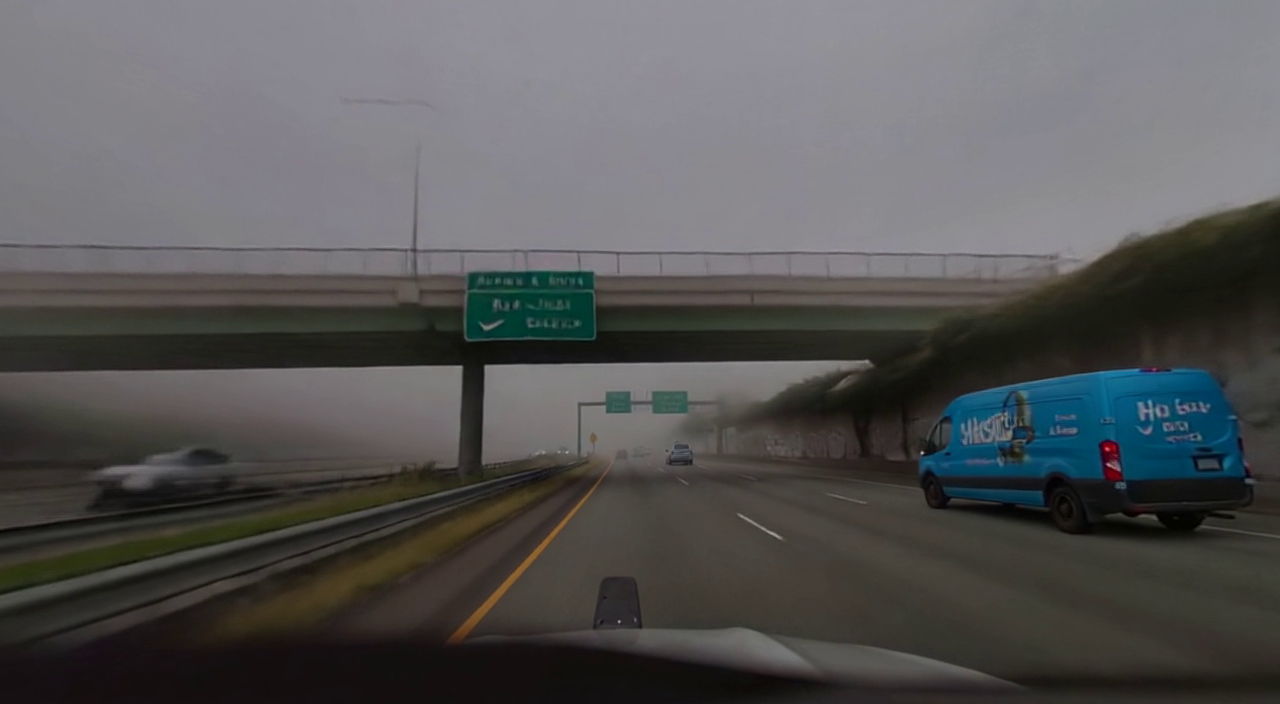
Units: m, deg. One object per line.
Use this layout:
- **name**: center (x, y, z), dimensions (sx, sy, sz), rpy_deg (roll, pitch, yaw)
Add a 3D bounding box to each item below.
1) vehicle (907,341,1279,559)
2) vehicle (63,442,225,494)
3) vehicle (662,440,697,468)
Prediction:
- **vehicle**: center (6.990, 1.601, 10.558), dimensions (2.283, 2.631, 5.719), rpy_deg (0, -9, -2)
- **vehicle**: center (-15.810, 3.692, 20.382), dimensions (1.870, 1.492, 4.149), rpy_deg (0, -9, -1)
- **vehicle**: center (2.805, 7.438, 45.987), dimensions (2.007, 1.943, 5.010), rpy_deg (0, -9, -3)
